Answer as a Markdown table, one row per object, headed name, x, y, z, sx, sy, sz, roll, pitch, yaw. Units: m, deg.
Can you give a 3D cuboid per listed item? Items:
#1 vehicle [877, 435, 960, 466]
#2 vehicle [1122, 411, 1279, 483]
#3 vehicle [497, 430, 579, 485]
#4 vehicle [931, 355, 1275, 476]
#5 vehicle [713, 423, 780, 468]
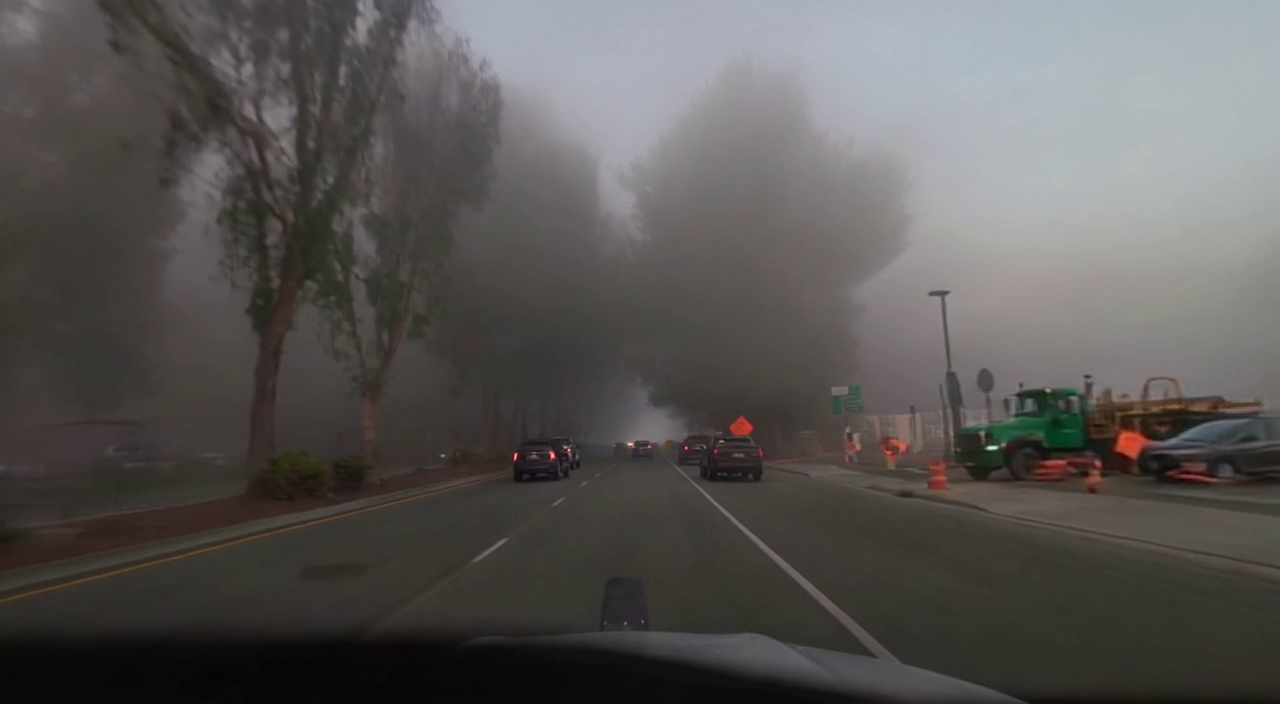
| name | x | y | z | sx | sy | sz | roll | pitch | yaw |
| --- | --- | --- | --- | --- | --- | --- | --- | --- | --- |
| vehicle | 14.195 | 5.056 | 32.441 | 1.969 | 1.457 | 4.719 | 0 | -8 | -2 |
| vehicle | 15.599 | 2.448 | 16.268 | 1.874 | 1.694 | 4.535 | 7 | -11 | -37 |
| vehicle | -3.355 | 3.575 | 21.702 | 2.038 | 1.682 | 4.399 | 0 | -8 | 1 |
| vehicle | 14.917 | 2.144 | 20.890 | 8.949 | 3.673 | 3.044 | 0 | -8 | -2 |
| vehicle | 5.711 | 5.174 | 34.852 | 2.653 | 2.231 | 6.793 | 0 | -8 | 1 |
